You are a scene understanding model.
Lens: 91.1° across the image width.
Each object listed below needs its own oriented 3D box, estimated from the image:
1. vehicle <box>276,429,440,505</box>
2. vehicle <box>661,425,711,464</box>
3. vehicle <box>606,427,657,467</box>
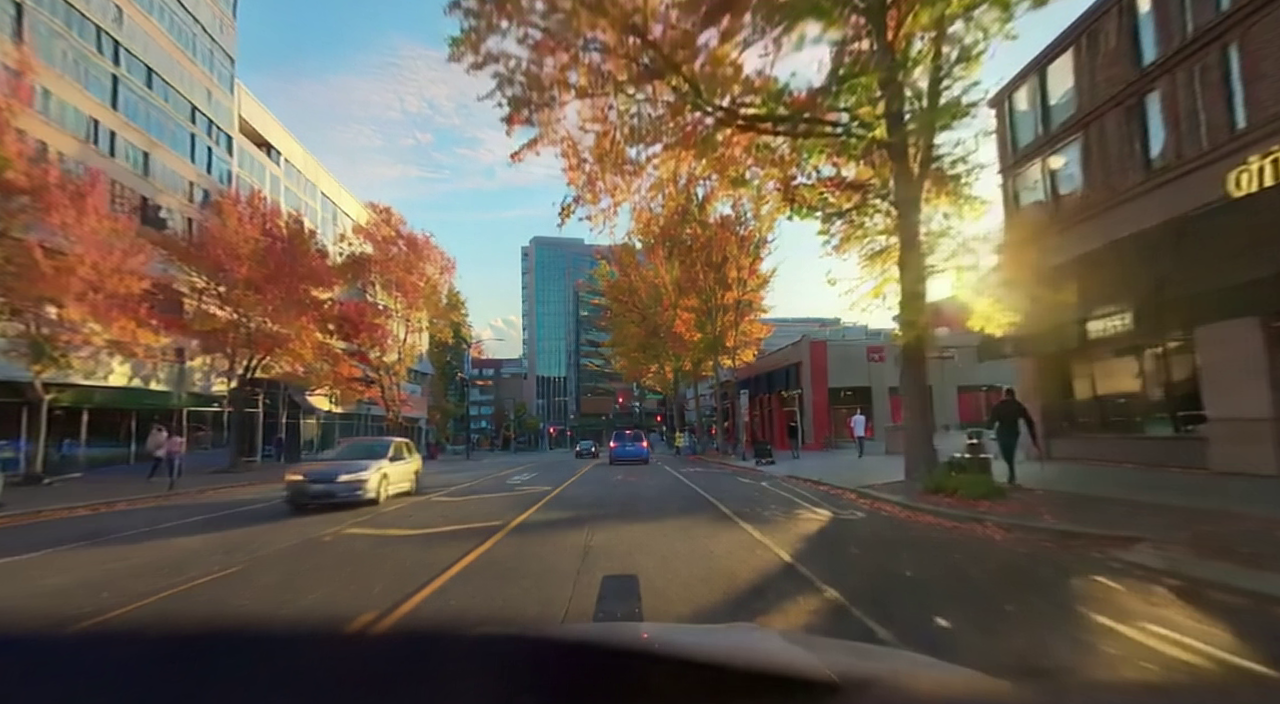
[{"bbox_3d":[-6.341,2.598,14.839,2.121,1.489,4.430,1,-8,-5],"label":"vehicle"},{"bbox_3d":[2.430,5.016,34.274,2.147,1.968,4.478,1,-8,-3],"label":"vehicle"},{"bbox_3d":[-0.442,4.491,29.908,2.274,1.736,4.083,0,-8,-2],"label":"vehicle"}]
